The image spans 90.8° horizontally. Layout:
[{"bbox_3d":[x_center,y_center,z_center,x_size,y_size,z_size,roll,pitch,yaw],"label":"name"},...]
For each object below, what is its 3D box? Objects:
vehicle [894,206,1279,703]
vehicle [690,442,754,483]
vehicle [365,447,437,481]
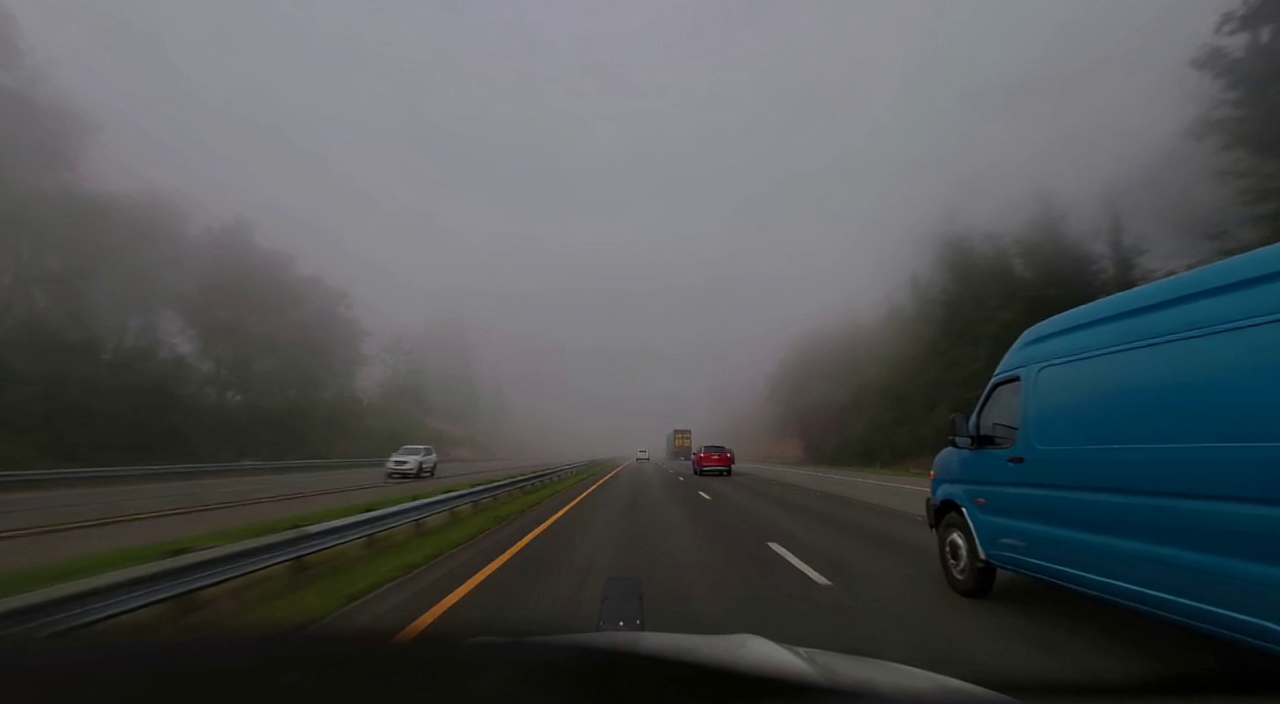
[{"bbox_3d":[3.744,0.730,3.736,2.242,2.285,5.233,0,-9,0],"label":"vehicle"},{"bbox_3d":[3.520,4.856,28.053,2.130,1.658,4.537,0,-9,-1],"label":"vehicle"},{"bbox_3d":[-11.332,5.308,30.184,1.879,1.504,3.929,0,-9,0],"label":"vehicle"}]
